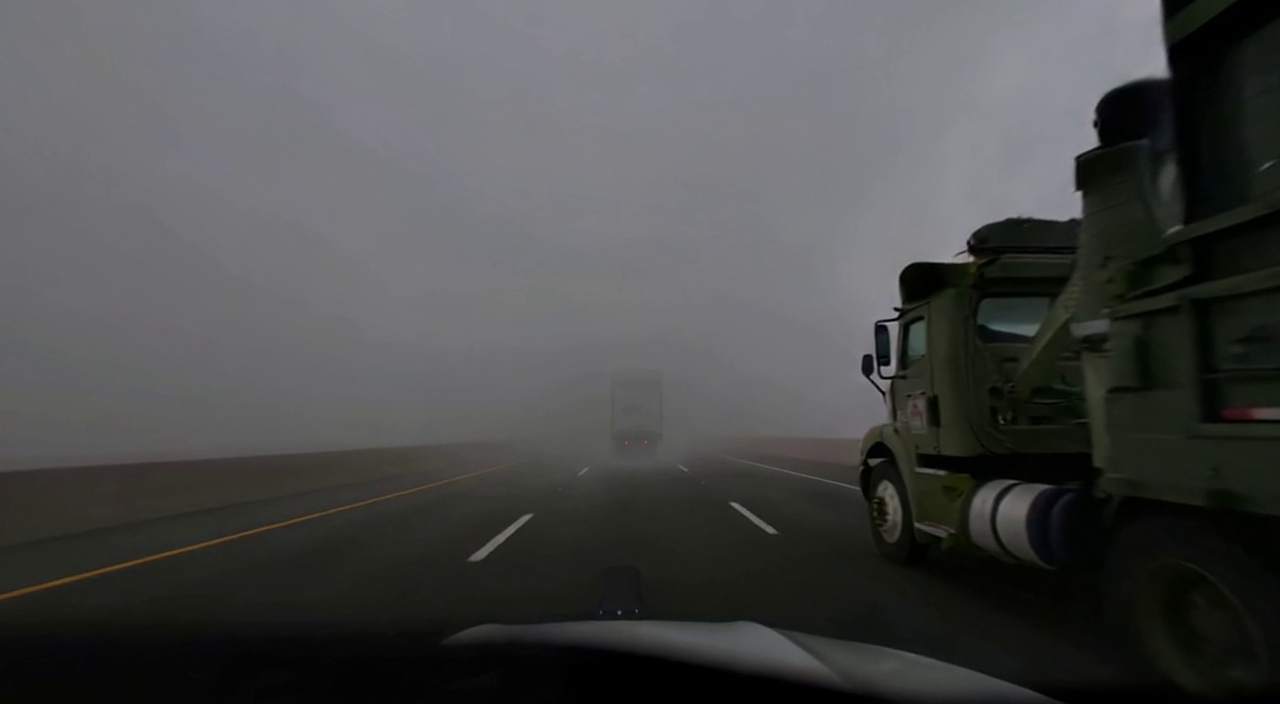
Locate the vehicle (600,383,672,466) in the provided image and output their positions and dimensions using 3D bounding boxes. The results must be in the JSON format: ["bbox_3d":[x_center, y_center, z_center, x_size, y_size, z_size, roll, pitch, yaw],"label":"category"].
[{"bbox_3d":[-0.319,3.896,32.718,2.953,3.406,13.372,0,-8,-1],"label":"vehicle"}]

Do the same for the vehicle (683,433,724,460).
[{"bbox_3d":[3.717,5.615,37.699,1.910,1.492,4.324,0,-8,-1],"label":"vehicle"}]

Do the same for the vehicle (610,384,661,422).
[{"bbox_3d":[-0.196,2.362,28.245,2.112,1.472,4.240,0,-8,0],"label":"vehicle"}]

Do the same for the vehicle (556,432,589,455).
[{"bbox_3d":[-4.969,6.818,46.987,2.104,1.575,4.421,0,-8,-2],"label":"vehicle"}]
